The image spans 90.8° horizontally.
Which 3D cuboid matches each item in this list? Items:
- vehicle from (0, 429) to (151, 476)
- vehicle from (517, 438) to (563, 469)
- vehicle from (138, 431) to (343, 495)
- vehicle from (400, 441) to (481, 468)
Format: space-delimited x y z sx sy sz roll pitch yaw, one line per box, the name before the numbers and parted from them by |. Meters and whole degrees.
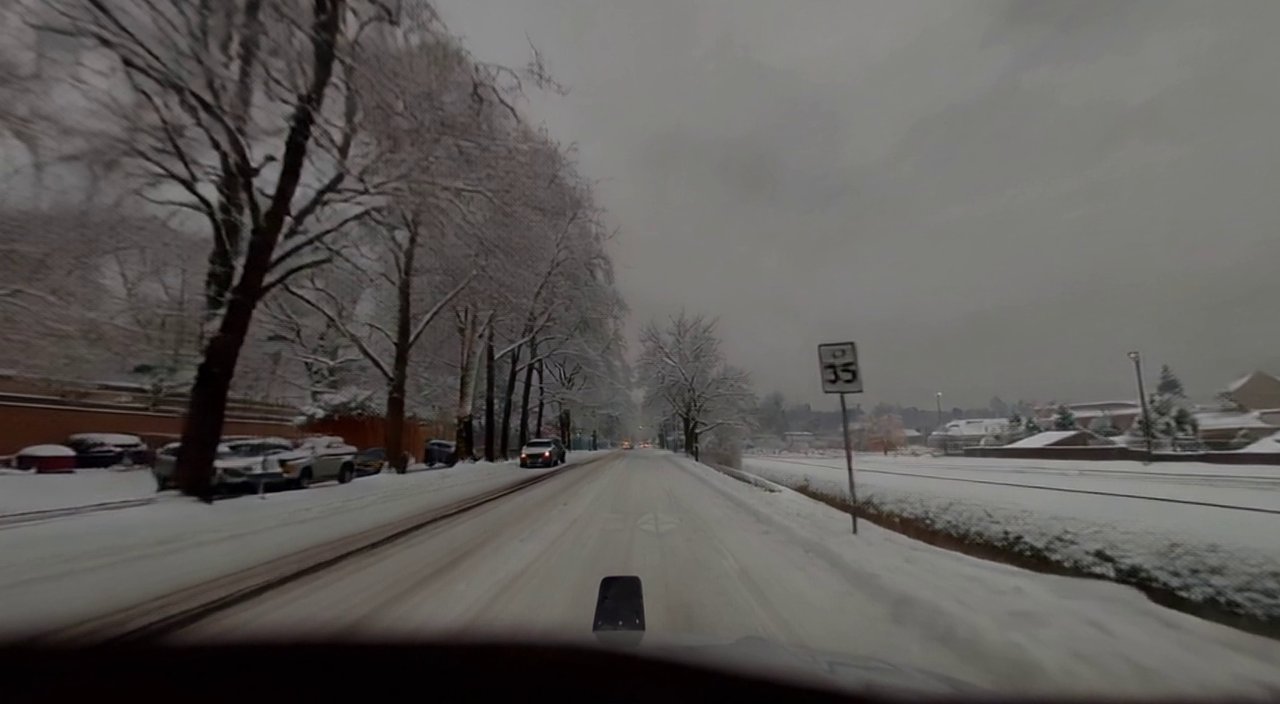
vehicle | -26.072 4.559 28.894 5.348 1.967 2.358 1 -8 -1
vehicle | -6.489 6.647 41.718 2.109 1.847 5.553 0 -8 0
vehicle | -13.438 3.764 21.565 5.428 1.908 2.196 1 -9 0
vehicle | -13.962 7.176 44.511 4.991 1.692 1.960 2 -8 -2
